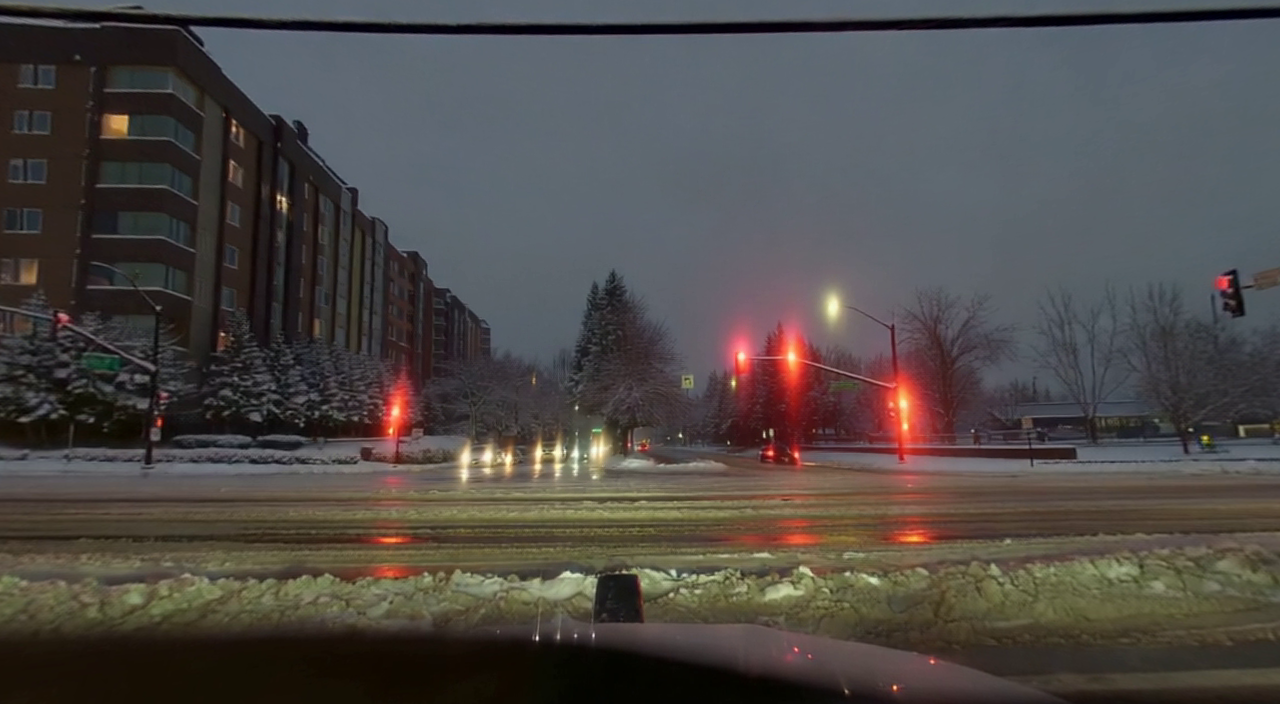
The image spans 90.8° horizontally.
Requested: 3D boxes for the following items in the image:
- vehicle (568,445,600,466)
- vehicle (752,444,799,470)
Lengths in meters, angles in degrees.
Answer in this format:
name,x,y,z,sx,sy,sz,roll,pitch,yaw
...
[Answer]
name,x,y,z,sx,sy,sz,roll,pitch,yaw
vehicle,-4.346,8.126,49.751,2.130,1.613,4.121,0,-8,0
vehicle,8.113,6.201,37.485,2.043,1.454,4.424,-3,-9,21
